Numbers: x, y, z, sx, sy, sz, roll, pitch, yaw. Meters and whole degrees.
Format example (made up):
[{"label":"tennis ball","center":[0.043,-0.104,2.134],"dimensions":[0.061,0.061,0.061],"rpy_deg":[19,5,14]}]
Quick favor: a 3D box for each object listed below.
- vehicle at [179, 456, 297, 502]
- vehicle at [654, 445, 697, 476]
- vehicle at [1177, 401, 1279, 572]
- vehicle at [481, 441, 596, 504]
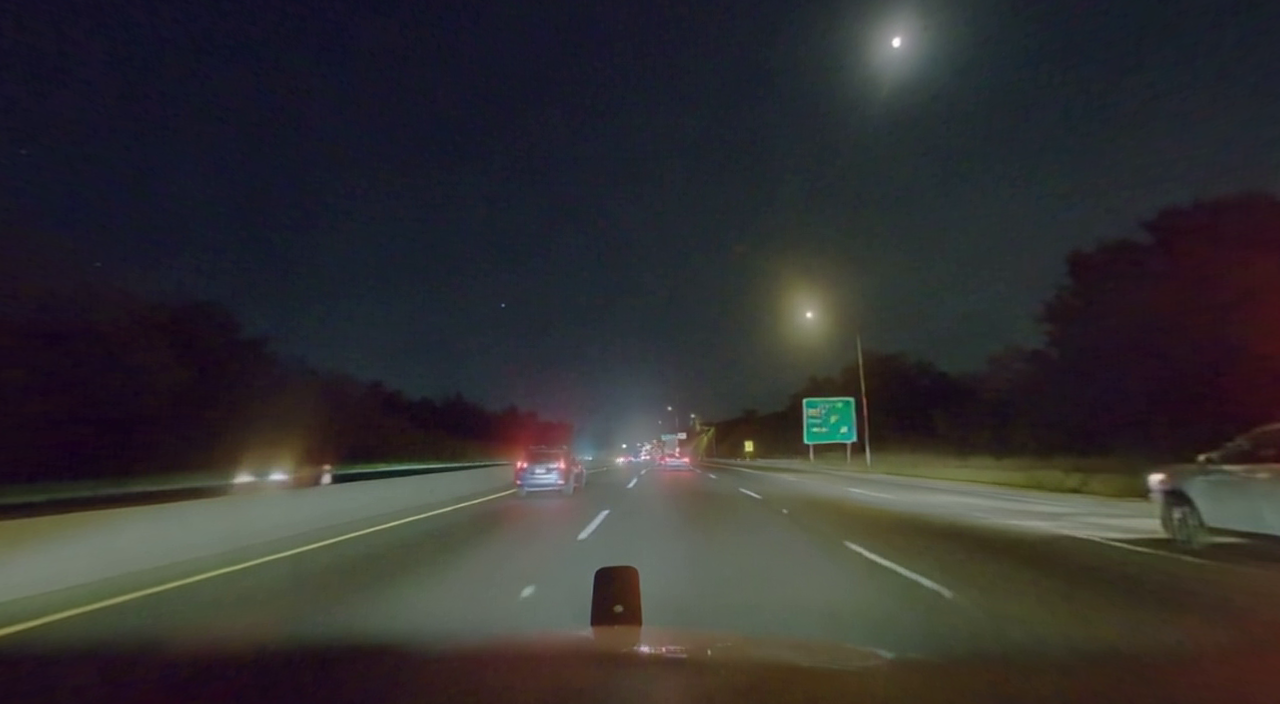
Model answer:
[{"label":"vehicle","center":[-15.395,4.854,24.329],"dimensions":[1.883,1.560,4.194],"rpy_deg":[0,-9,-2]},{"label":"vehicle","center":[2.025,5.978,34.685],"dimensions":[1.969,1.595,3.964],"rpy_deg":[-2,-9,9]},{"label":"vehicle","center":[7.266,1.180,5.227],"dimensions":[2.143,1.667,4.221],"rpy_deg":[-2,-9,8]},{"label":"vehicle","center":[-2.775,3.419,18.272],"dimensions":[2.084,1.594,4.219],"rpy_deg":[-2,-9,9]}]
